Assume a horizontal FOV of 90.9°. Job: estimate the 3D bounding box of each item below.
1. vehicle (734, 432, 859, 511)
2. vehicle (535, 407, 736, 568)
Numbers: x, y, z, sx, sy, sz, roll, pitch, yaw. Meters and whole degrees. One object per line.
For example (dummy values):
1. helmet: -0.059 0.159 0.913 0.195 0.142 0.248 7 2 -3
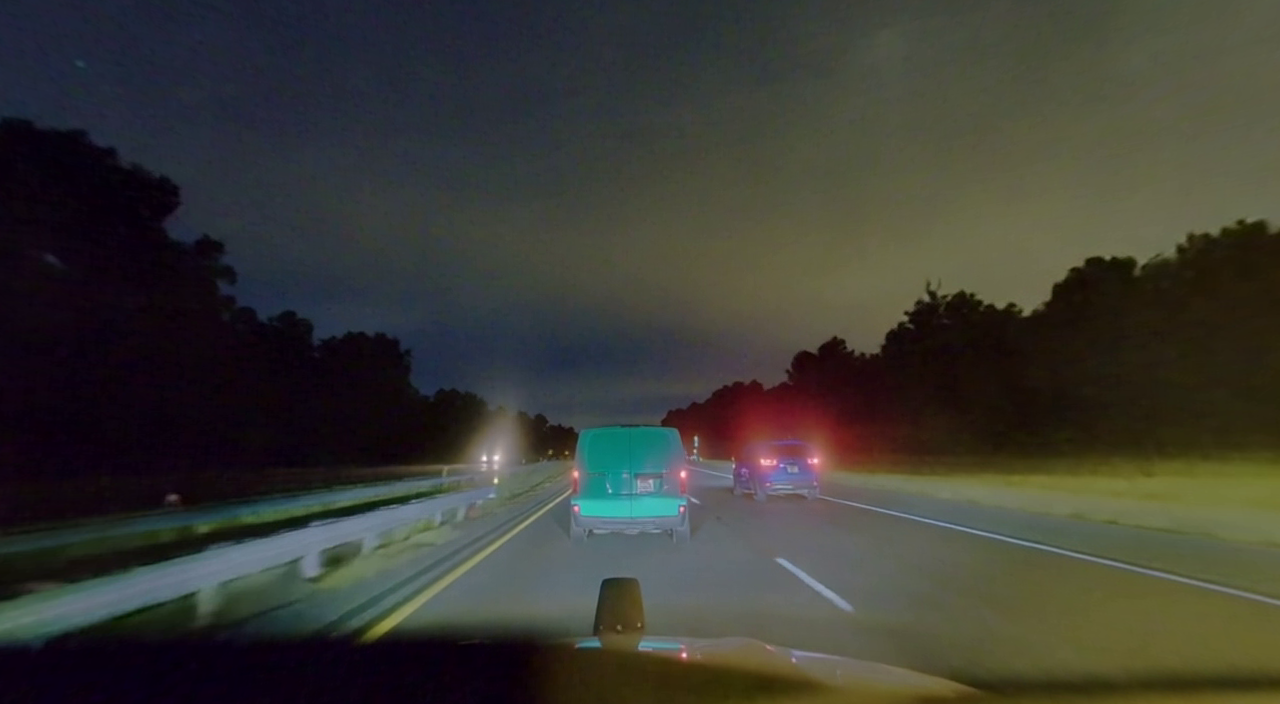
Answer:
1. vehicle: 3.907 3.073 16.676 2.043 1.767 4.620 0 -9 -1
2. vehicle: -0.056 1.861 9.300 2.288 1.823 4.059 0 -9 0
